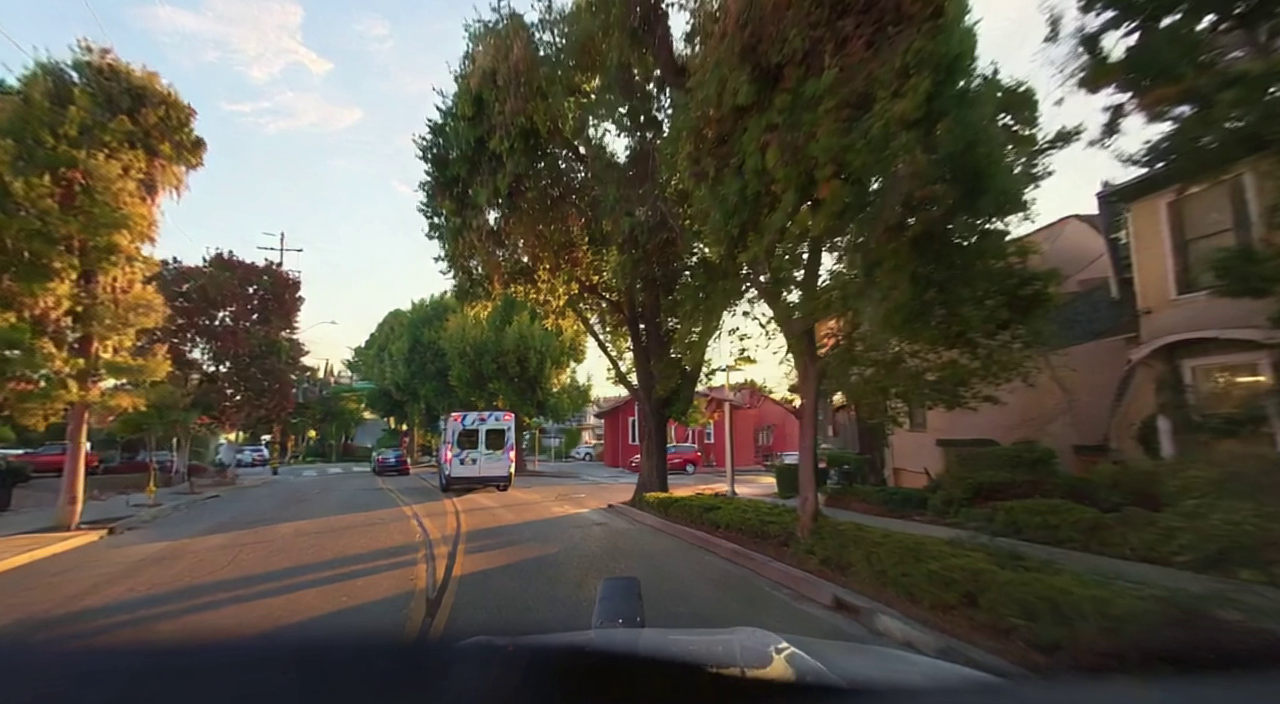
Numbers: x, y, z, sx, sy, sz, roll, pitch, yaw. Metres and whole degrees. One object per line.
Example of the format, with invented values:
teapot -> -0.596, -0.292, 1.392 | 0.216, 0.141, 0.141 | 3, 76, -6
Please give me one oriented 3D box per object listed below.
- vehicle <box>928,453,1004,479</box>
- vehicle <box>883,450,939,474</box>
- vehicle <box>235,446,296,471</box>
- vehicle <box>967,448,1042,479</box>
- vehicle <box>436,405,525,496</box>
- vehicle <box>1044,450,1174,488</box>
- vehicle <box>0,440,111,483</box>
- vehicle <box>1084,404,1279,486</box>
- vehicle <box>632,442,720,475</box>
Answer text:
vehicle -> 20.487, 7.154, 39.982 | 1.861, 1.470, 4.867 | 1, -8, -6
vehicle -> 19.931, 8.073, 46.630 | 1.899, 1.635, 4.603 | 0, -8, -2
vehicle -> -28.045, 7.938, 47.258 | 4.502, 1.810, 2.056 | -6, -10, 33
vehicle -> 23.046, 7.045, 40.154 | 1.894, 1.784, 4.355 | 0, -8, -4
vehicle -> -5.547, 3.311, 21.451 | 2.444, 2.640, 5.482 | 2, -9, -18
vehicle -> 20.449, 5.093, 27.850 | 1.805, 1.420, 4.603 | -1, -8, -7
vehicle -> -26.611, 4.646, 26.650 | 5.910, 1.681, 2.579 | 3, -12, -22
vehicle -> 25.435, 4.343, 29.205 | 2.934, 3.217, 7.956 | 1, -10, -11
vehicle -> 2.254, 6.822, 40.587 | 5.270, 1.966, 2.329 | 0, -8, -6
